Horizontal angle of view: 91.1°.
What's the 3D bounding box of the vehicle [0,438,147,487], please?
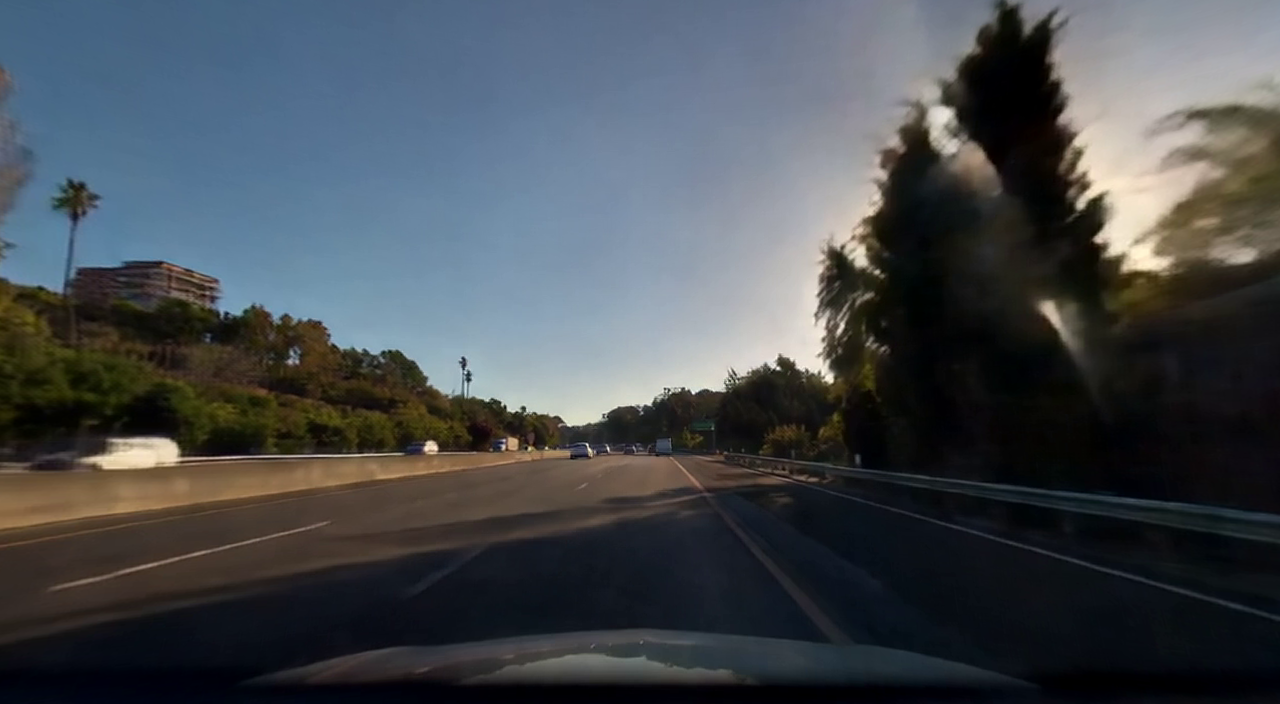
[{"bbox_3d":[-27.046,5.147,29.790,2.351,2.059,5.907,-1,-8,2],"label":"vehicle"}]
